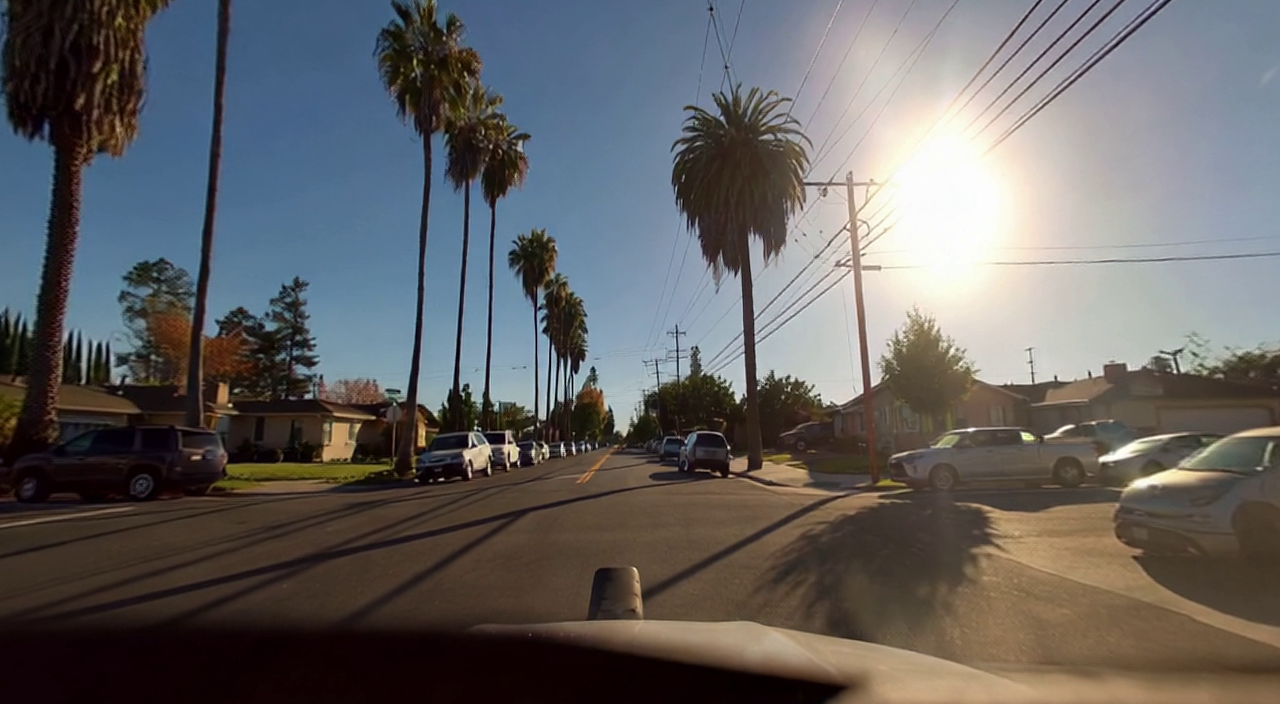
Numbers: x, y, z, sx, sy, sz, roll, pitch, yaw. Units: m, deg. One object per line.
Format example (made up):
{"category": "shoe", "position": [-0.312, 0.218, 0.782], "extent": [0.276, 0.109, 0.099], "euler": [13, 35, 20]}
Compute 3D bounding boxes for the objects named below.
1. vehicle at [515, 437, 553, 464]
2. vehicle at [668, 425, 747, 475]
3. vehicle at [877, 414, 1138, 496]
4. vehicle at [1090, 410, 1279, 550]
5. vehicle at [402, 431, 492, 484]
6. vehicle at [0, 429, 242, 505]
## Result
{"category": "vehicle", "position": [-7.729, 7.229, 46.616], "extent": [2.178, 1.865, 4.658], "euler": [0, -9, -2]}
{"category": "vehicle", "position": [2.700, 4.194, 27.056], "extent": [2.505, 1.895, 5.805], "euler": [0, -9, -2]}
{"category": "vehicle", "position": [10.272, 2.909, 18.030], "extent": [5.971, 1.967, 2.385], "euler": [-1, -9, -5]}
{"category": "vehicle", "position": [8.993, 1.671, 8.577], "extent": [4.181, 1.638, 2.015], "euler": [0, -9, -1]}
{"category": "vehicle", "position": [-6.953, 3.840, 23.300], "extent": [2.198, 1.724, 4.493], "euler": [1, -9, -4]}
{"category": "vehicle", "position": [-14.794, 3.167, 17.528], "extent": [5.847, 1.766, 2.392], "euler": [-2, -9, -2]}
